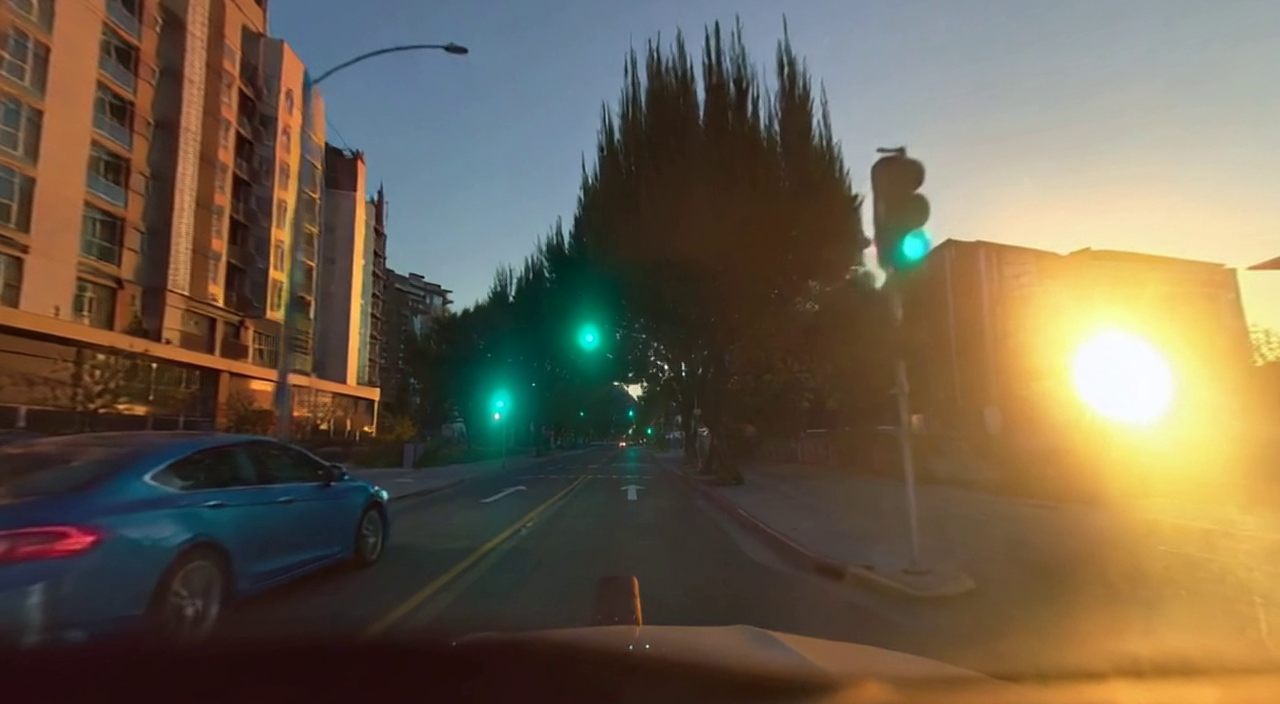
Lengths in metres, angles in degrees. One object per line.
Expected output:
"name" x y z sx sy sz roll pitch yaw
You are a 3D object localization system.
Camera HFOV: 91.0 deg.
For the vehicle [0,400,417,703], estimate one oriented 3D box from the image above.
"vehicle" -3.349 1.188 4.399 1.898 1.407 4.652 0 -8 0
